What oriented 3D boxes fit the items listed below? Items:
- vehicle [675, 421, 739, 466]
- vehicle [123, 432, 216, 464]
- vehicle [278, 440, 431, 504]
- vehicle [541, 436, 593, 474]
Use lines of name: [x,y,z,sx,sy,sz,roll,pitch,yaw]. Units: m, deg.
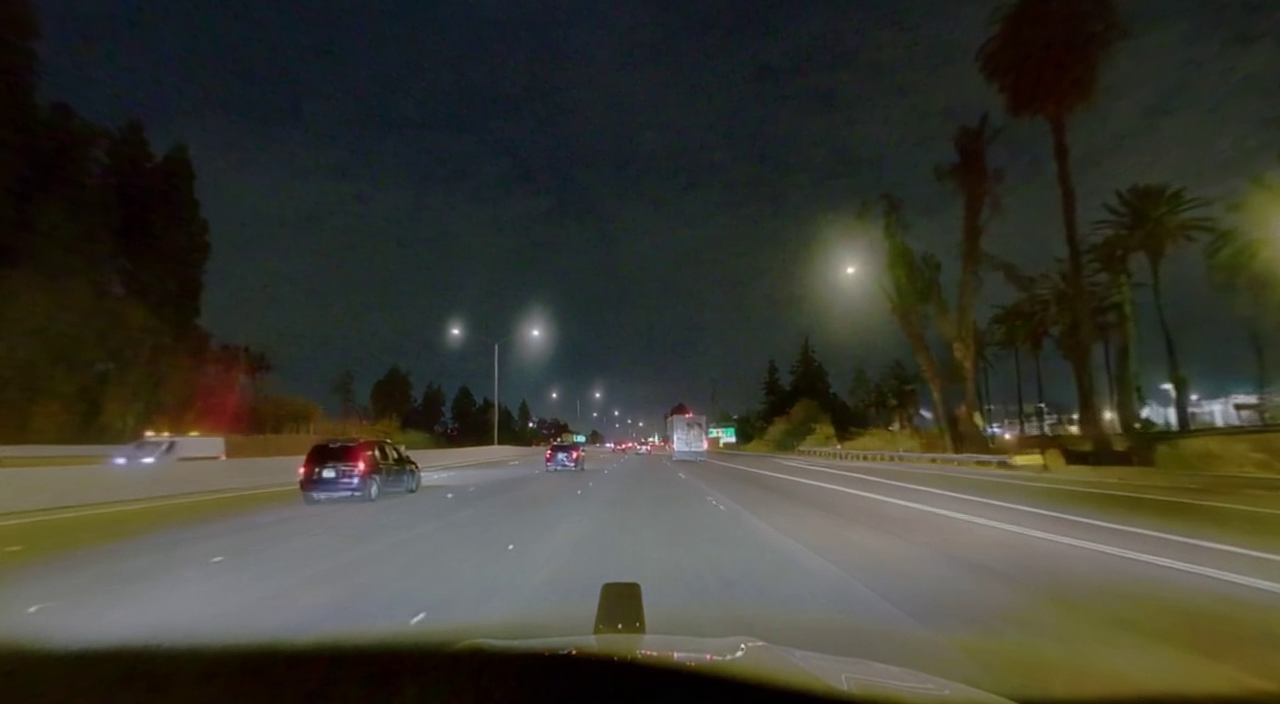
vehicle: [4.278,6.447,44.048,2.891,2.596,15.534,0,-9,0]
vehicle: [-35.778,7.356,48.146,2.513,2.308,5.702,0,-9,2]
vehicle: [-7.455,3.163,17.034,2.050,1.487,4.372,0,-9,0]
vehicle: [-3.488,5.034,30.909,2.017,1.683,4.094,0,-9,0]
